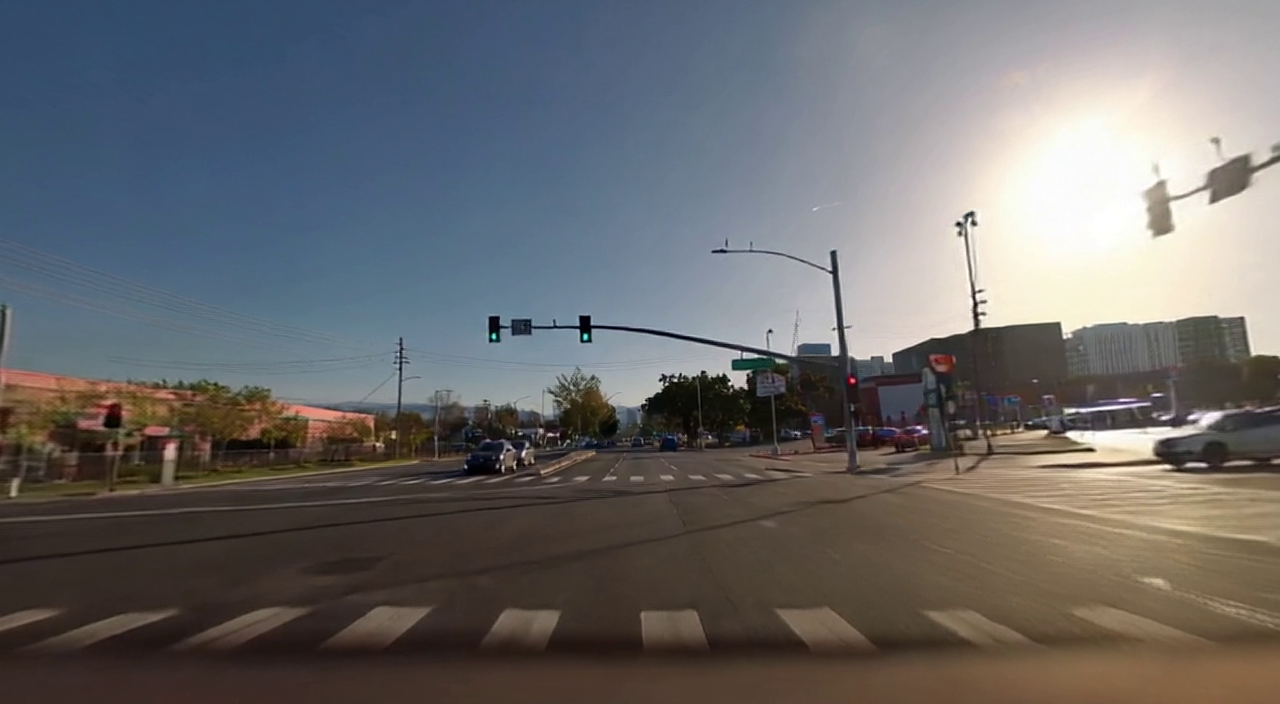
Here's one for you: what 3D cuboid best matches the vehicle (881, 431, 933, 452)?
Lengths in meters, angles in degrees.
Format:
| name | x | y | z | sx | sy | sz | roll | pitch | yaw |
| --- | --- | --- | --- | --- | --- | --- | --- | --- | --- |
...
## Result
| name | x | y | z | sx | sy | sz | roll | pitch | yaw |
| --- | --- | --- | --- | --- | --- | --- | --- | --- | --- |
| vehicle | 20.228 | 6.800 | 47.725 | 2.094 | 1.488 | 4.433 | -8 | -12 | 43 |

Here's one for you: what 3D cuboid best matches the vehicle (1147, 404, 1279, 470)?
| name | x | y | z | sx | sy | sz | roll | pitch | yaw |
| --- | --- | --- | --- | --- | --- | --- | --- | --- | --- |
| vehicle | 16.466 | 2.209 | 16.386 | 4.727 | 1.585 | 2.066 | -1 | -8 | 2 |

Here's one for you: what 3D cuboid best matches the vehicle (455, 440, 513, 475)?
| name | x | y | z | sx | sy | sz | roll | pitch | yaw |
| --- | --- | --- | --- | --- | --- | --- | --- | --- | --- |
| vehicle | -8.517 | 5.757 | 34.957 | 1.946 | 1.710 | 5.044 | -1 | -8 | 0 |
